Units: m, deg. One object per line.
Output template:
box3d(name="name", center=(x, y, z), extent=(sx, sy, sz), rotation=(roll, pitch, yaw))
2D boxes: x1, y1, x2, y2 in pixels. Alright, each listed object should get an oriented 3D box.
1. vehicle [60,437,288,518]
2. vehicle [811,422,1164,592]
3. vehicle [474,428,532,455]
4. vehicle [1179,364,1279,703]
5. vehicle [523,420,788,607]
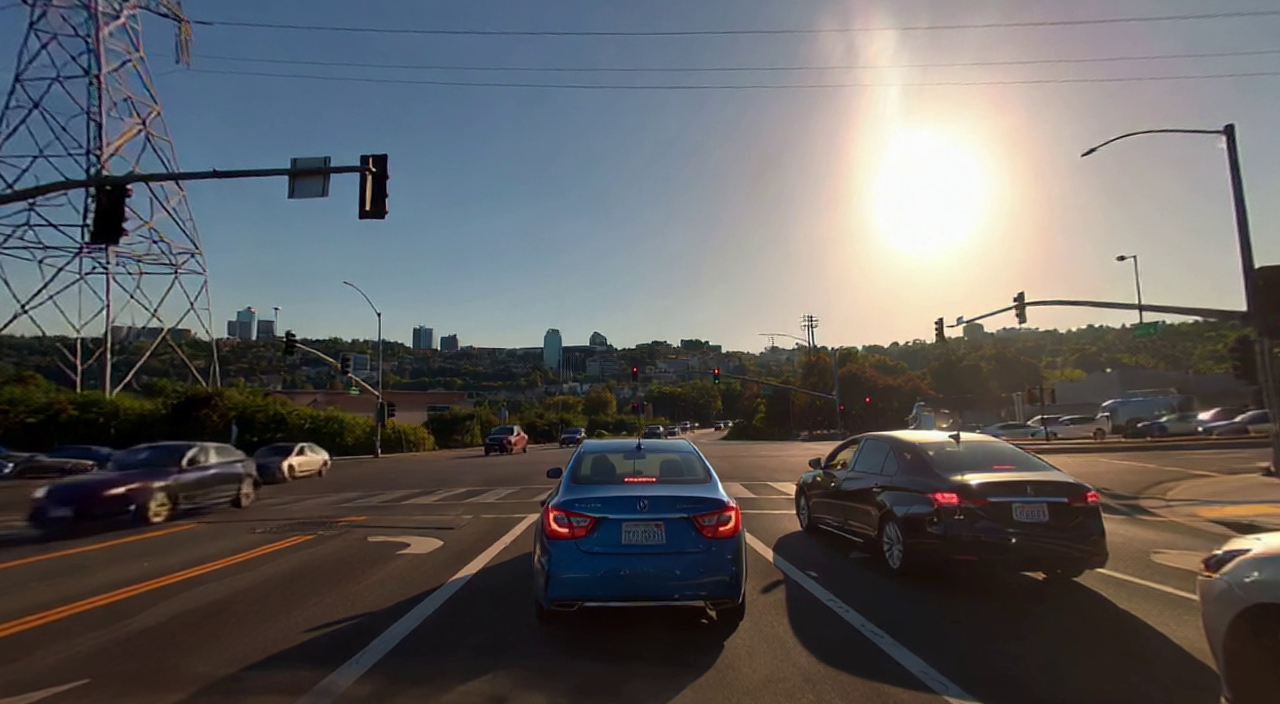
box3d(name="vehicle", center=(-10.181, 2.729, 14.284), extent=(1.910, 1.537, 4.123), rotation=(-1, -8, 2))
box3d(name="vehicle", center=(3.651, 1.682, 7.720), extent=(1.835, 1.473, 4.190), rotation=(0, -8, -2))
box3d(name="vehicle", center=(-9.105, 6.058, 42.524), extent=(2.269, 1.716, 5.700), rotation=(-1, -8, 4))
box3d(name="vehicle", center=(3.409, 0.588, 0.625), extent=(1.926, 1.614, 4.330), rotation=(0, -8, 1))
box3d(name="vehicle", center=(0.110, 1.595, 7.125), extent=(2.117, 1.474, 4.036), rotation=(0, -8, 0))
